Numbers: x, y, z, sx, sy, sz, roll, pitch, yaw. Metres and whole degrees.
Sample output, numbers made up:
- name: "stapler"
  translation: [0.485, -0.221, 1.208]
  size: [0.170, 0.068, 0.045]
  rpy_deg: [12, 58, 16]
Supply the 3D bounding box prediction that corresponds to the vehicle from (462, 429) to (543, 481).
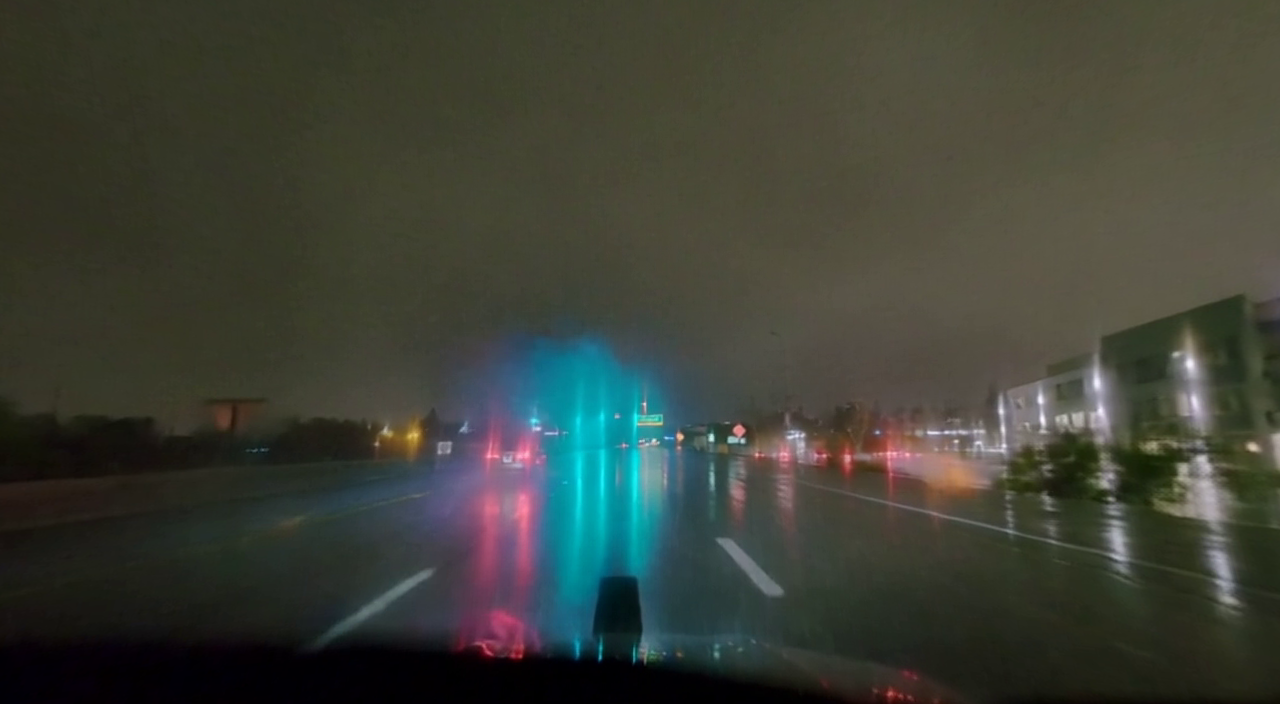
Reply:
- name: "vehicle"
  translation: [-4.834, 3.682, 22.799]
  size: [2.063, 1.661, 4.439]
  rpy_deg: [2, -8, -2]
